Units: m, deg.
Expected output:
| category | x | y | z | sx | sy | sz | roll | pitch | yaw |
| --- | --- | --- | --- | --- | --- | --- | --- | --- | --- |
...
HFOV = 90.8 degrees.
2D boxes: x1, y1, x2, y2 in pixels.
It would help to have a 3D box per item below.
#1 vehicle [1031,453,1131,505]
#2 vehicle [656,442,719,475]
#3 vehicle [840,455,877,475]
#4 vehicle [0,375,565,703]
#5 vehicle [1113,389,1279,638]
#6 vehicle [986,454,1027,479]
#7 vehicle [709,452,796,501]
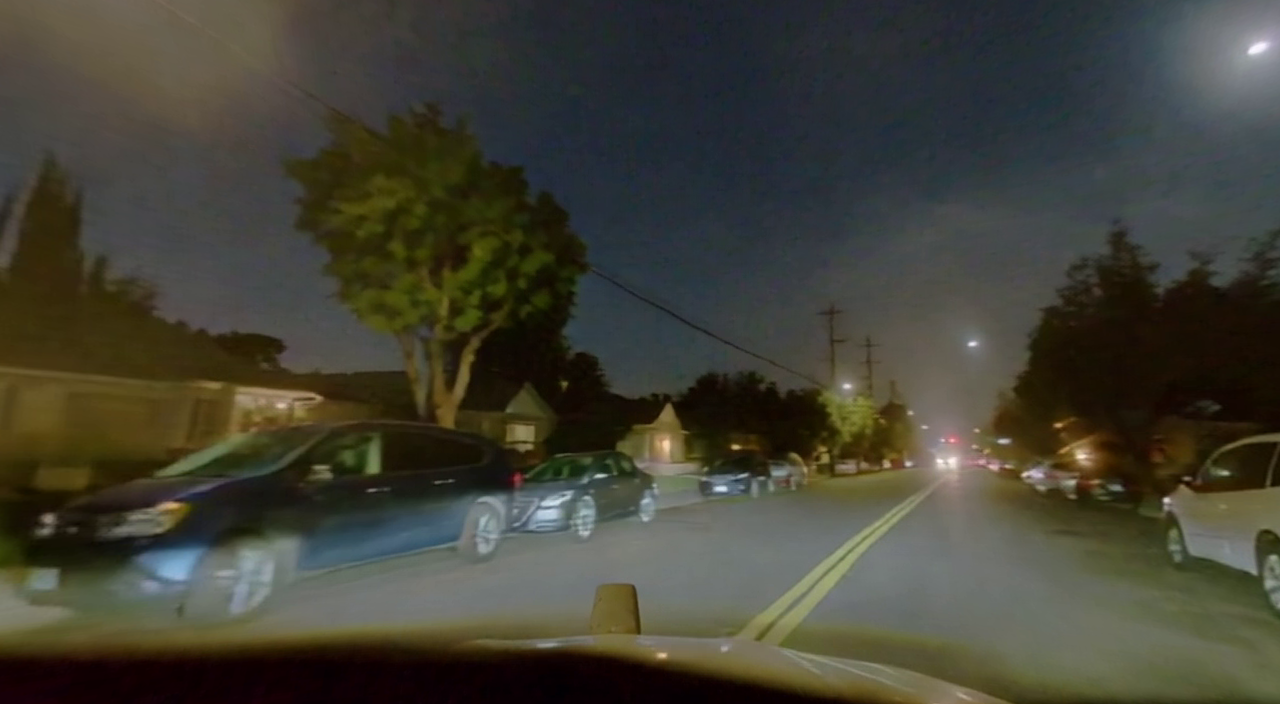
| category | x | y | z | sx | sy | sz | roll | pitch | yaw |
| --- | --- | --- | --- | --- | --- | --- | --- | --- | --- |
| vehicle | 14.936 | 4.249 | 21.656 | 1.870 | 1.536 | 4.568 | -4 | -9 | 24 |
| vehicle | 3.043 | 6.534 | 38.995 | 2.232 | 1.836 | 5.443 | -3 | -9 | 23 |
| vehicle | 17.307 | 8.898 | 49.949 | 1.960 | 1.460 | 4.425 | -4 | -10 | 29 |
| vehicle | -3.365 | 1.517 | 6.939 | 2.385 | 1.967 | 5.971 | -4 | -8 | 23 |
| vehicle | 6.941 | 1.516 | 6.468 | 2.226 | 1.928 | 5.339 | -4 | -9 | 25 |
| vehicle | 27.164 | 8.431 | 46.979 | 2.310 | 1.527 | 4.705 | -2 | -8 | 27 |
| vehicle | 4.194 | 4.412 | 22.886 | 1.897 | 1.523 | 4.626 | -4 | -10 | 25 |
